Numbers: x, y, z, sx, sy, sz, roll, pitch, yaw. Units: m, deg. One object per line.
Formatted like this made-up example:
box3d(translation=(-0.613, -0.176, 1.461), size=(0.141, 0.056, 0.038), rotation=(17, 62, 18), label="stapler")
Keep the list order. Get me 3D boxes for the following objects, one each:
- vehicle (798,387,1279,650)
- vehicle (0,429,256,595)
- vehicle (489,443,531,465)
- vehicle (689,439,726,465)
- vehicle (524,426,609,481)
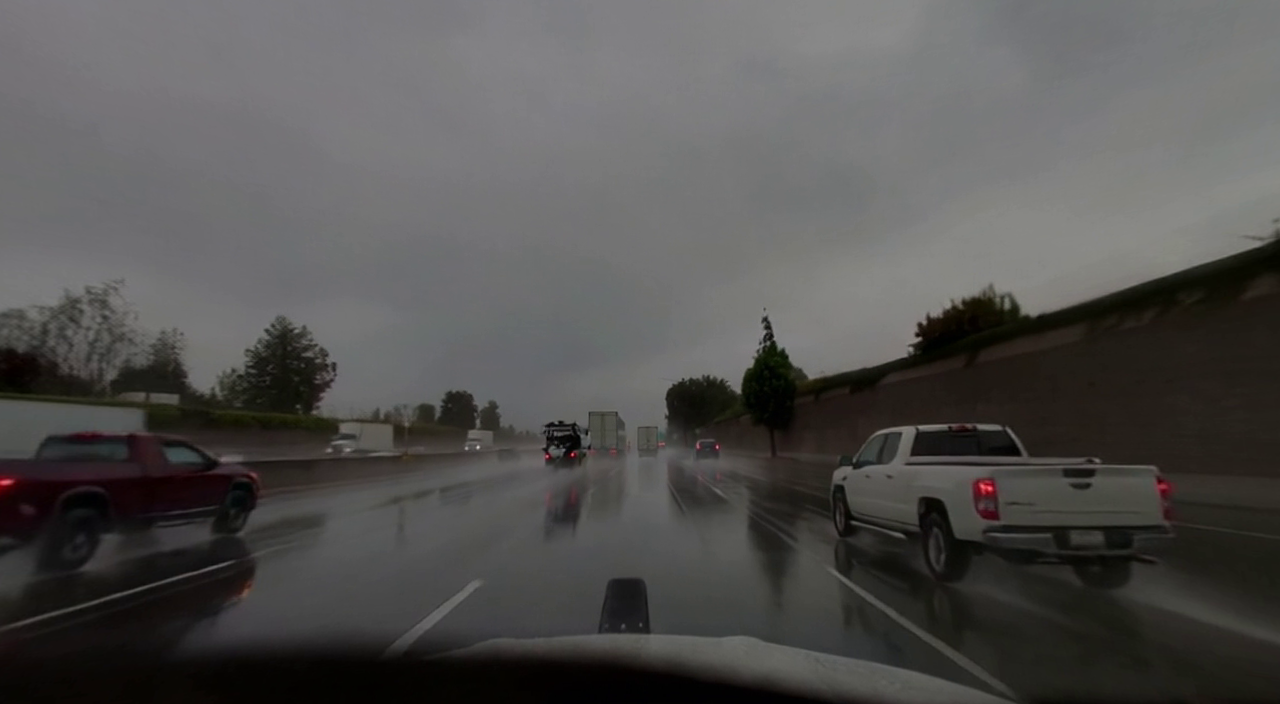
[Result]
box3d(translation=(3.145, 1.375, 6.242), size=(2.028, 1.658, 4.334), rotation=(0, -8, 0), label="vehicle")
box3d(translation=(-6.932, 1.698, 7.336), size=(2.235, 1.506, 4.159), rotation=(0, -8, 1), label="vehicle")
box3d(translation=(-9.497, 7.515, 46.606), size=(1.981, 1.495, 4.834), rotation=(0, -8, 1), label="vehicle")
box3d(translation=(4.541, 6.763, 42.744), size=(2.026, 1.661, 3.865), rotation=(0, -8, -1), label="vehicle")
box3d(translation=(-2.884, 4.227, 26.582), size=(2.645, 2.023, 6.491), rotation=(-1, -8, 2), label="vehicle")
